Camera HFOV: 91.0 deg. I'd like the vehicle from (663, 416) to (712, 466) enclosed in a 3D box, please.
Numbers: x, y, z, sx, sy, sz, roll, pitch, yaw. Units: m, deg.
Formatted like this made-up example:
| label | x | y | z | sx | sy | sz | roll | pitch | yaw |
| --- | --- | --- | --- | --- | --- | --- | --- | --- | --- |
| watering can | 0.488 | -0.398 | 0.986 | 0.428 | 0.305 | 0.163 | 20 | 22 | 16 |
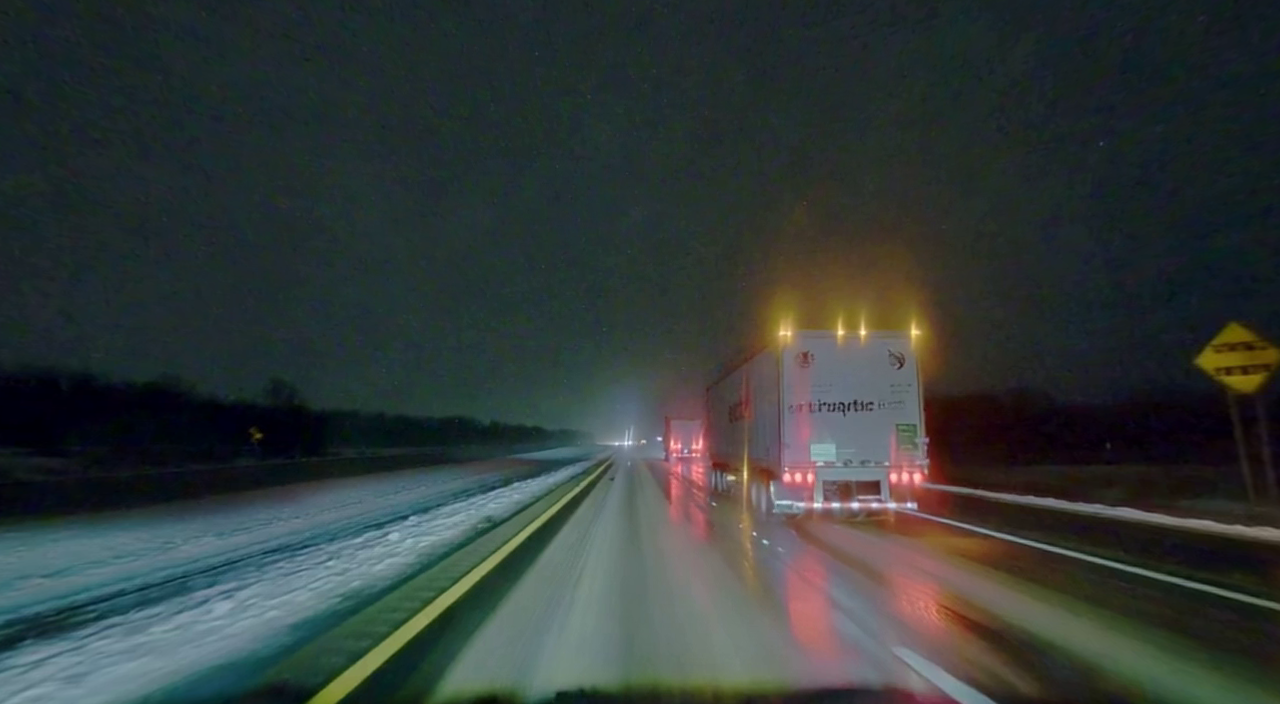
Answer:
| label | x | y | z | sx | sy | sz | roll | pitch | yaw |
| --- | --- | --- | --- | --- | --- | --- | --- | --- | --- |
| vehicle | 3.194 | 6.231 | 44.299 | 2.702 | 3.193 | 7.196 | 0 | -8 | -1 |
